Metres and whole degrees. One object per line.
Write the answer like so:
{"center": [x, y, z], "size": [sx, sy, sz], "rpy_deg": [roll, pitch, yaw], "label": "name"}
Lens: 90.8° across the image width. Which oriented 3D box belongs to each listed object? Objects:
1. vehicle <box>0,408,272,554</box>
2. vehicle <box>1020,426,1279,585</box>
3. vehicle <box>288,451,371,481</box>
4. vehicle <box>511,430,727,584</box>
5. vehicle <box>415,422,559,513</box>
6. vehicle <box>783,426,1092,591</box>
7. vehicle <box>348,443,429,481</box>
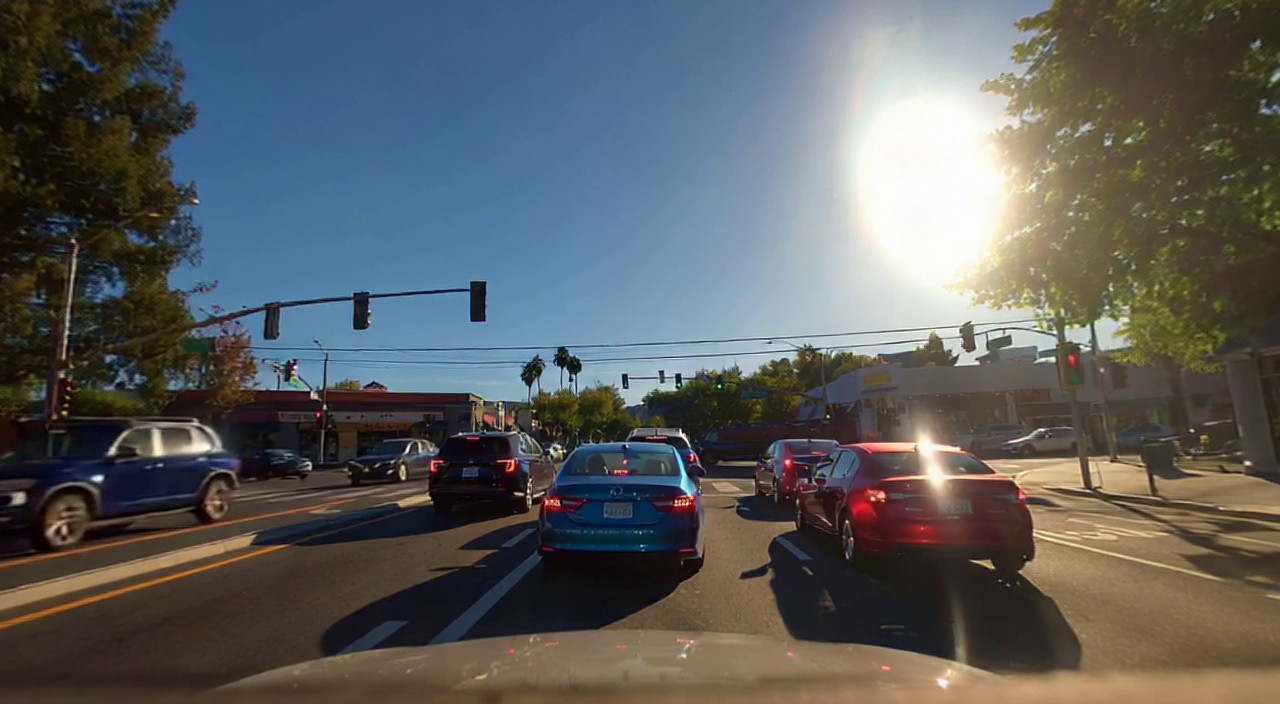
{"center": [-8.741, 2.031, 10.661], "size": [2.140, 1.892, 4.689], "rpy_deg": [0, -8, 1], "label": "vehicle"}
{"center": [7.148, 1.731, 7.824], "size": [2.004, 1.508, 4.646], "rpy_deg": [0, -8, 0], "label": "vehicle"}
{"center": [-19.489, 7.120, 39.743], "size": [1.898, 1.671, 4.238], "rpy_deg": [-8, -12, 44], "label": "vehicle"}
{"center": [-0.181, 1.800, 8.165], "size": [2.098, 1.477, 3.897], "rpy_deg": [0, -8, 1], "label": "vehicle"}
{"center": [-3.434, 2.714, 15.417], "size": [2.160, 1.823, 5.115], "rpy_deg": [0, -8, 1], "label": "vehicle"}
{"center": [3.235, 1.759, 8.001], "size": [2.020, 1.513, 4.120], "rpy_deg": [0, -8, 2], "label": "vehicle"}
{"center": [-12.008, 5.240, 30.465], "size": [1.959, 1.704, 4.410], "rpy_deg": [0, -8, 2], "label": "vehicle"}
